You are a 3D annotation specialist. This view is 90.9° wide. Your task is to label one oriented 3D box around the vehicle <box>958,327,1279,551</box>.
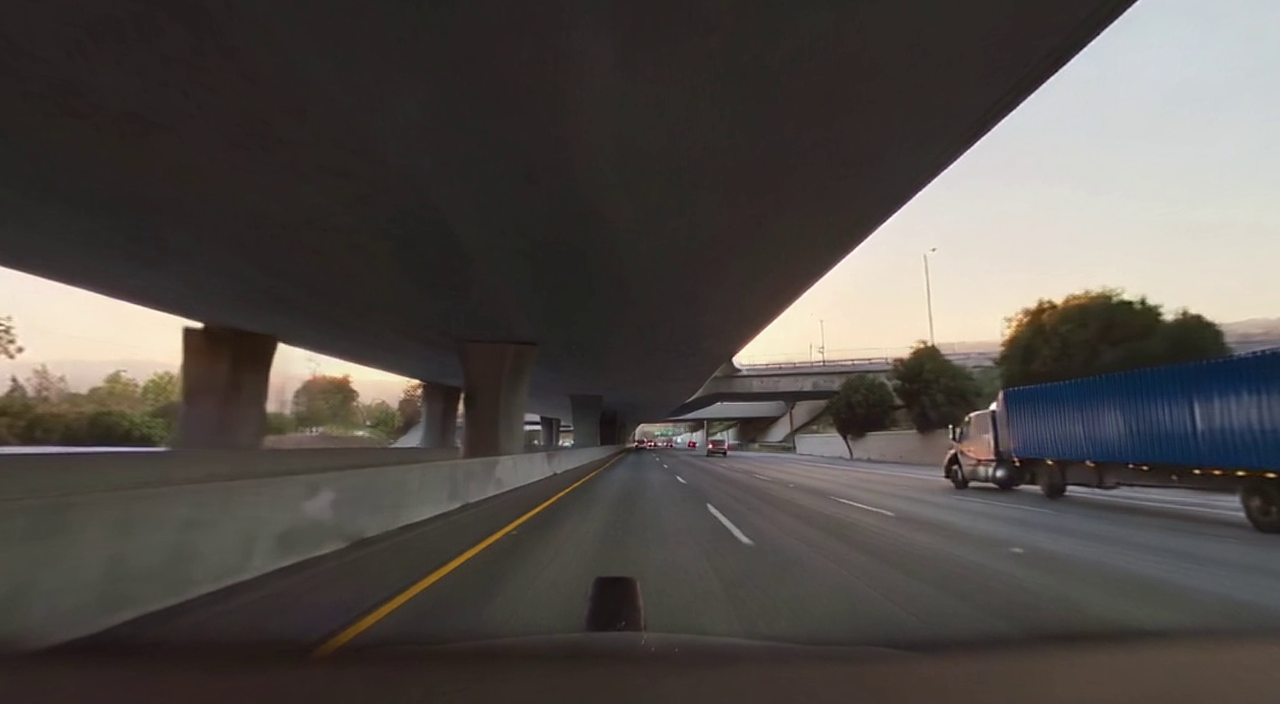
[{"bbox_3d":[10.742,1.774,12.682,2.960,3.207,10.950,0,-8,0],"label":"vehicle"}]
